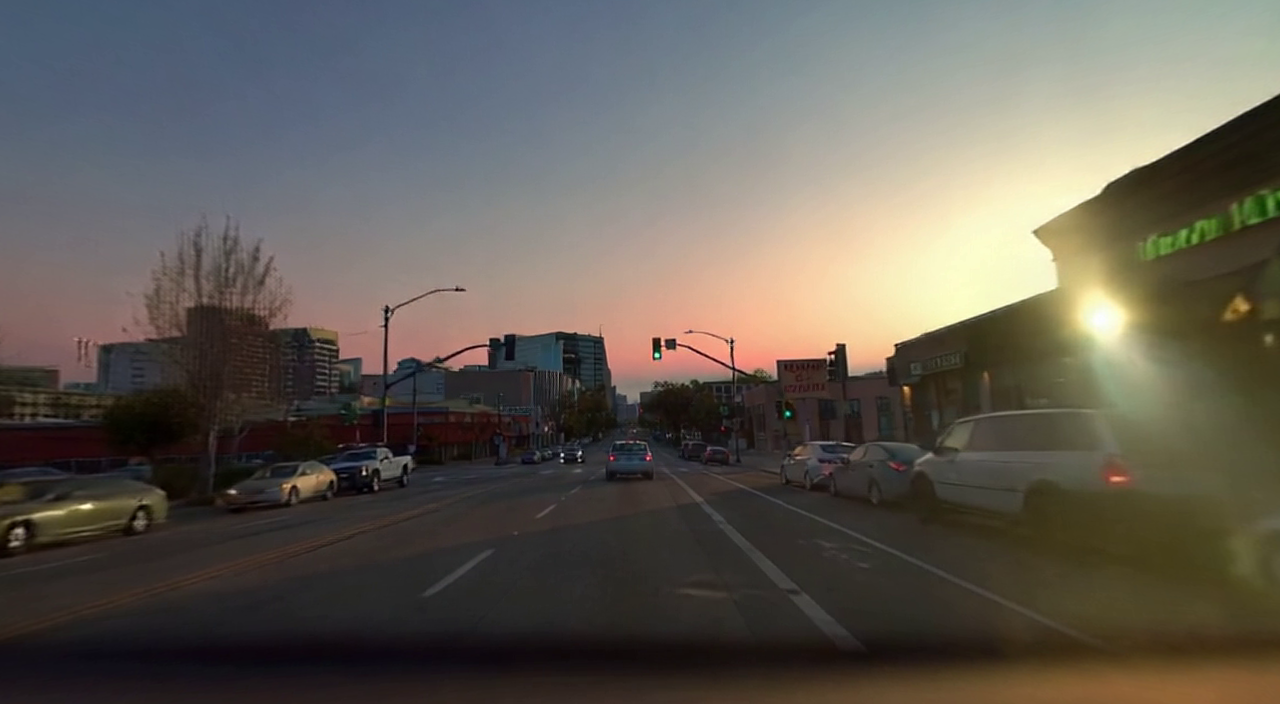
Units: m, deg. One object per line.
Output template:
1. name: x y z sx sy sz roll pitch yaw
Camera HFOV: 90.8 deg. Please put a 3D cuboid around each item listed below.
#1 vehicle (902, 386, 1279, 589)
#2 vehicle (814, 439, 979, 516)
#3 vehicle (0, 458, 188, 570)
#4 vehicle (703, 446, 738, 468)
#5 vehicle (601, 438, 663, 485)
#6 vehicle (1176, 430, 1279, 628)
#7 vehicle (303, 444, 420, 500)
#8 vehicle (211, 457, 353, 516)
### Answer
1. vehicle: 5.795 1.677 8.684 2.201 1.972 4.845 0 -8 -1
2. vehicle: 5.698 2.805 14.734 1.891 1.489 4.344 0 -8 -2
3. vehicle: -11.091 2.958 11.784 1.920 1.498 4.591 -5 -6 2
4. vehicle: 5.717 7.544 45.488 1.859 1.470 4.476 0 -8 -1
5. vehicle: -0.275 4.020 23.608 2.086 1.575 4.205 0 -8 0
6. vehicle: 5.856 1.161 3.538 1.854 1.498 4.295 0 -8 -1
7. vehicle: -11.314 4.860 26.303 2.240 2.052 5.872 0 -8 0
8. vehicle: -11.098 4.159 20.050 1.868 1.502 4.626 0 -8 -1
